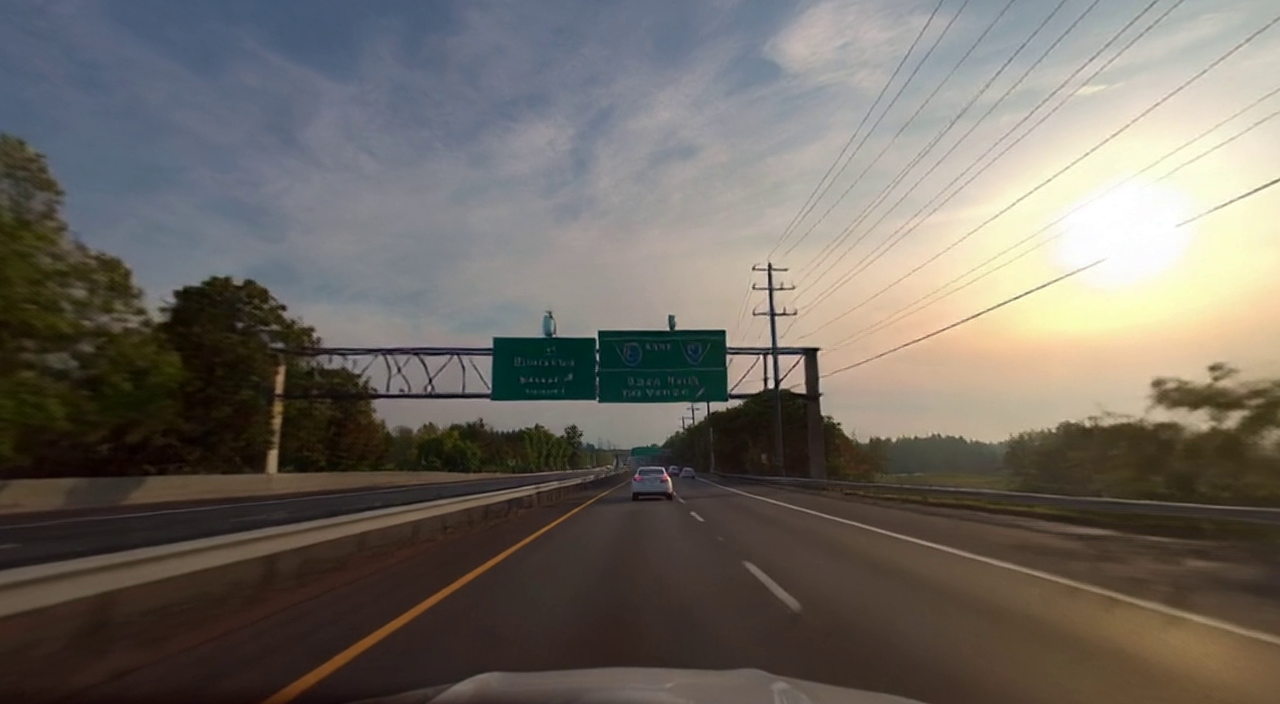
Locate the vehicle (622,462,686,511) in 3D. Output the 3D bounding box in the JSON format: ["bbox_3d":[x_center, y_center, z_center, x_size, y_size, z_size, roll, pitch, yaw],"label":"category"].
[{"bbox_3d":[0.447,4.566,21.686,1.987,1.480,3.786,1,-10,0],"label":"vehicle"}]
